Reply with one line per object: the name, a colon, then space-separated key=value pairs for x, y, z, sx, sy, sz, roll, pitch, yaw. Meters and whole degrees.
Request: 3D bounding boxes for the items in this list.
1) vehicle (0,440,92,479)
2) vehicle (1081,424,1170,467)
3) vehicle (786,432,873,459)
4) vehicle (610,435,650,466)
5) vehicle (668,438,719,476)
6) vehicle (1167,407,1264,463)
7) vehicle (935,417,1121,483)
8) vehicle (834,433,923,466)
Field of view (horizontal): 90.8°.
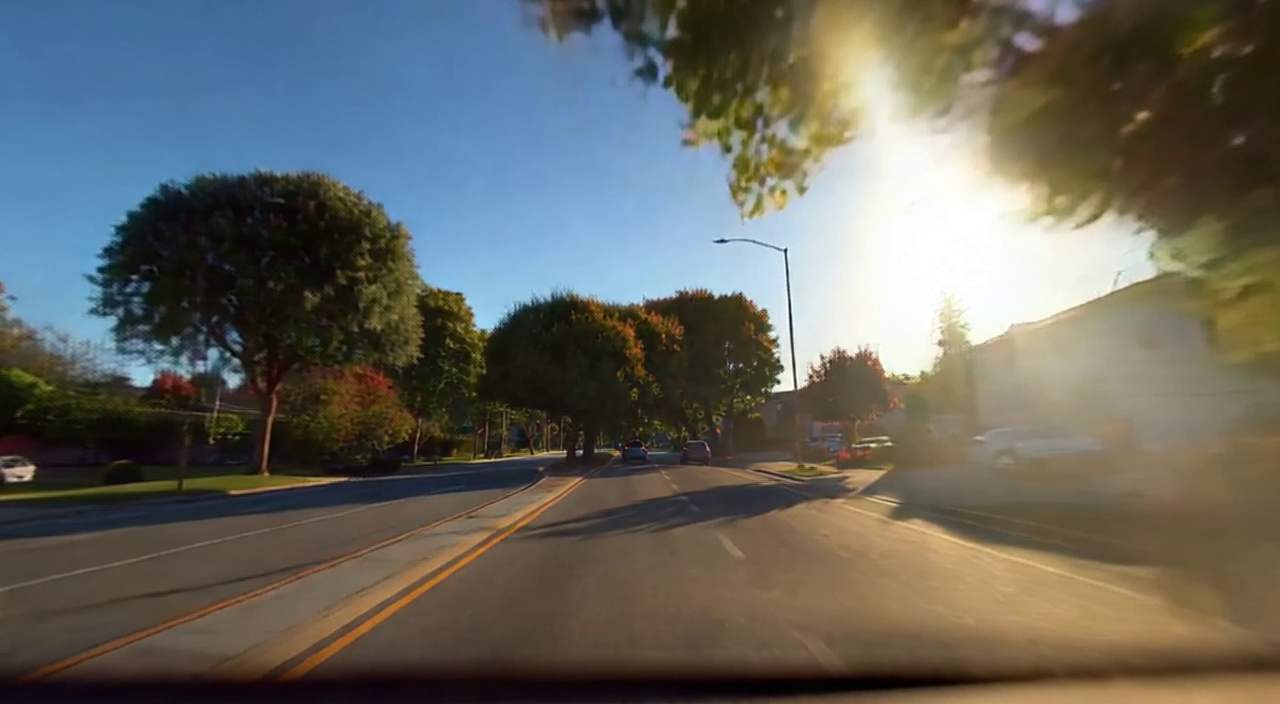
vehicle: x=-33.489 y=5.690 z=33.702 sx=5.899 sy=1.996 sz=2.367 roll=5 pitch=-10 yaw=-29
vehicle: x=18.910 y=3.619 z=24.499 sx=1.997 sy=1.465 sz=5.075 roll=-8 pitch=-12 yaw=44
vehicle: x=11.282 y=5.605 z=37.836 sx=4.557 sy=1.509 sz=1.971 roll=-8 pitch=-12 yaw=44
vehicle: x=-0.656 y=6.570 z=42.192 sx=2.488 sy=1.881 sz=4.814 roll=0 pitch=-8 yaw=-1
vehicle: x=2.425 y=4.886 z=29.630 sx=2.003 sy=1.614 sz=4.072 roll=0 pitch=-8 yaw=-1
vehicle: x=18.740 y=2.743 z=20.494 sx=1.996 sy=1.607 sz=4.492 roll=-8 pitch=-12 yaw=44
vehicle: x=11.191 y=2.869 z=18.464 sx=2.047 sy=1.682 sz=4.074 roll=8 pitch=-12 yaw=-40
vehicle: x=11.343 y=4.643 z=30.183 sx=1.799 sy=1.431 sz=3.486 roll=8 pitch=-12 yaw=-44
